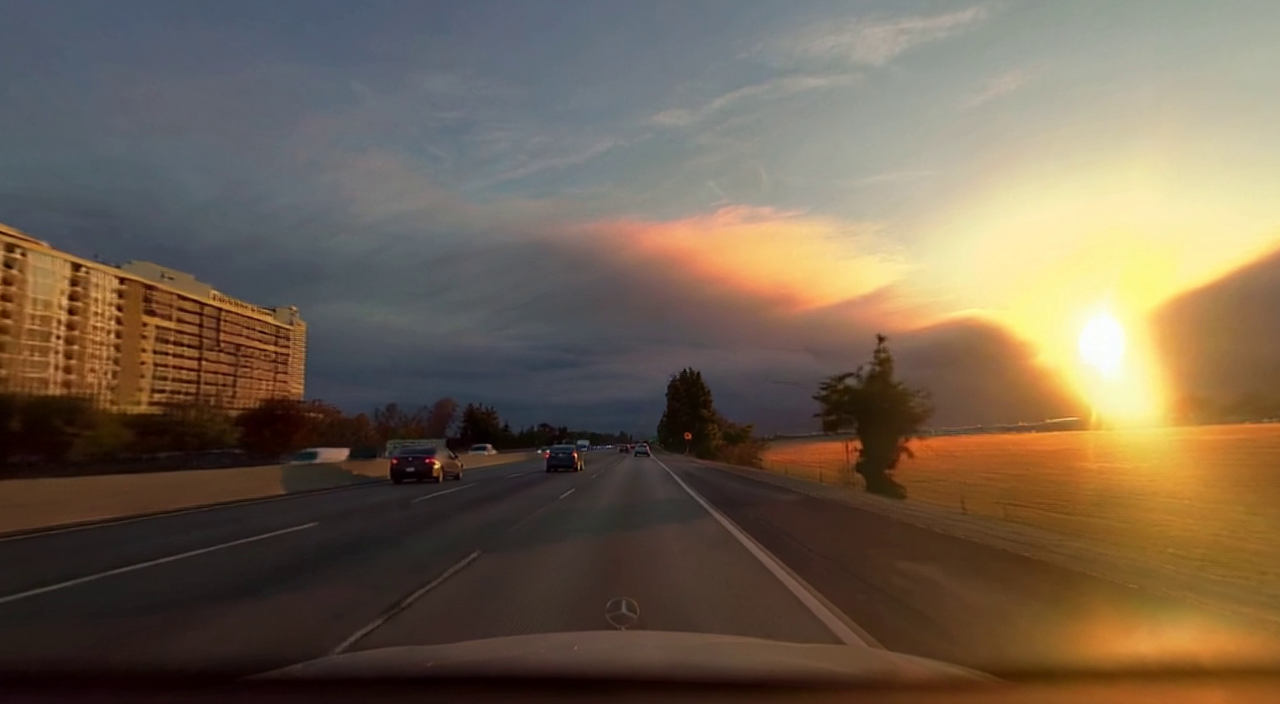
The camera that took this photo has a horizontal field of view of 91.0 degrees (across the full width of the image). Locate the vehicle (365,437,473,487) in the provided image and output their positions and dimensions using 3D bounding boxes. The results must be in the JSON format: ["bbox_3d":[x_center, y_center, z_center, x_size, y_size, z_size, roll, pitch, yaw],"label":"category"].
[{"bbox_3d":[-7.534,3.786,22.011,2.034,1.523,4.627,0,-9,1],"label":"vehicle"}]

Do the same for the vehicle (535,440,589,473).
[{"bbox_3d":[-3.954,5.383,32.671,2.083,1.588,4.801,0,-9,1],"label":"vehicle"}]

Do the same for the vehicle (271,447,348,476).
[{"bbox_3d":[-18.926,6.263,36.340,1.959,1.514,4.519,0,-9,1],"label":"vehicle"}]
